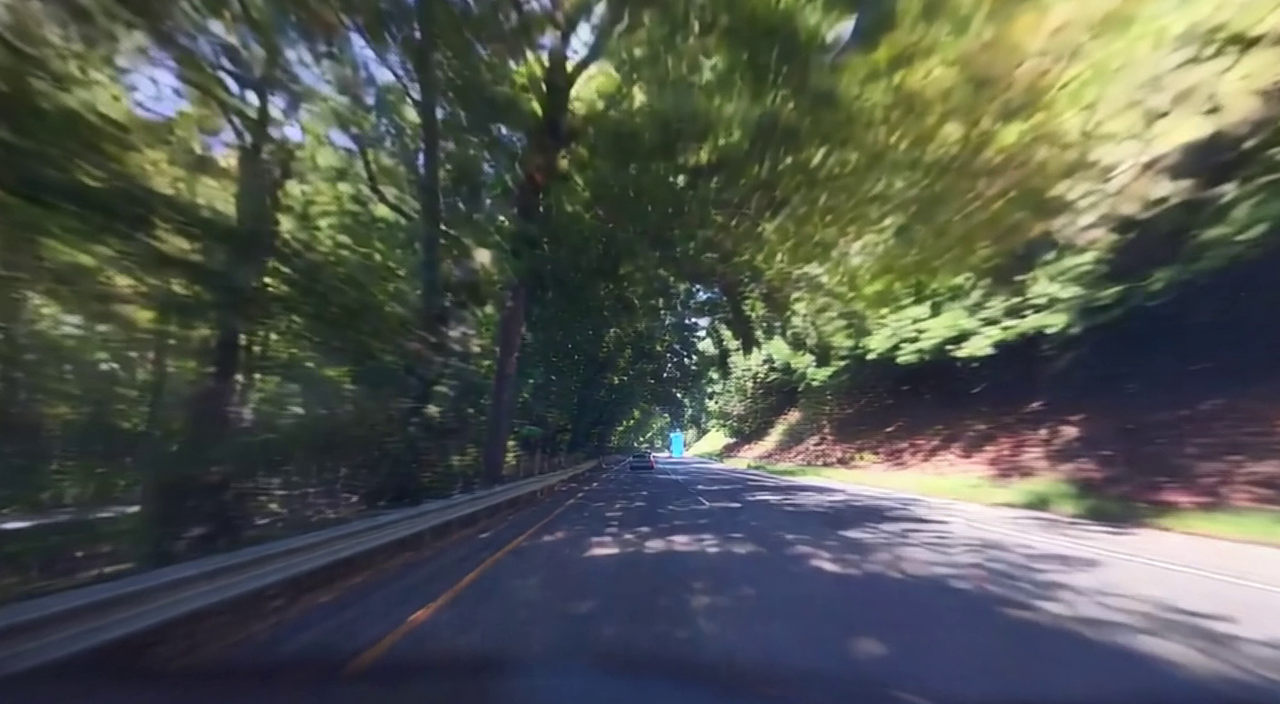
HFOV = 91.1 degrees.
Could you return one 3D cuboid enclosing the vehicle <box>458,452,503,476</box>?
[{"bbox_3d":[-11.914,8.412,47.285,2.244,1.653,4.539,-1,-9,0],"label":"vehicle"}]
